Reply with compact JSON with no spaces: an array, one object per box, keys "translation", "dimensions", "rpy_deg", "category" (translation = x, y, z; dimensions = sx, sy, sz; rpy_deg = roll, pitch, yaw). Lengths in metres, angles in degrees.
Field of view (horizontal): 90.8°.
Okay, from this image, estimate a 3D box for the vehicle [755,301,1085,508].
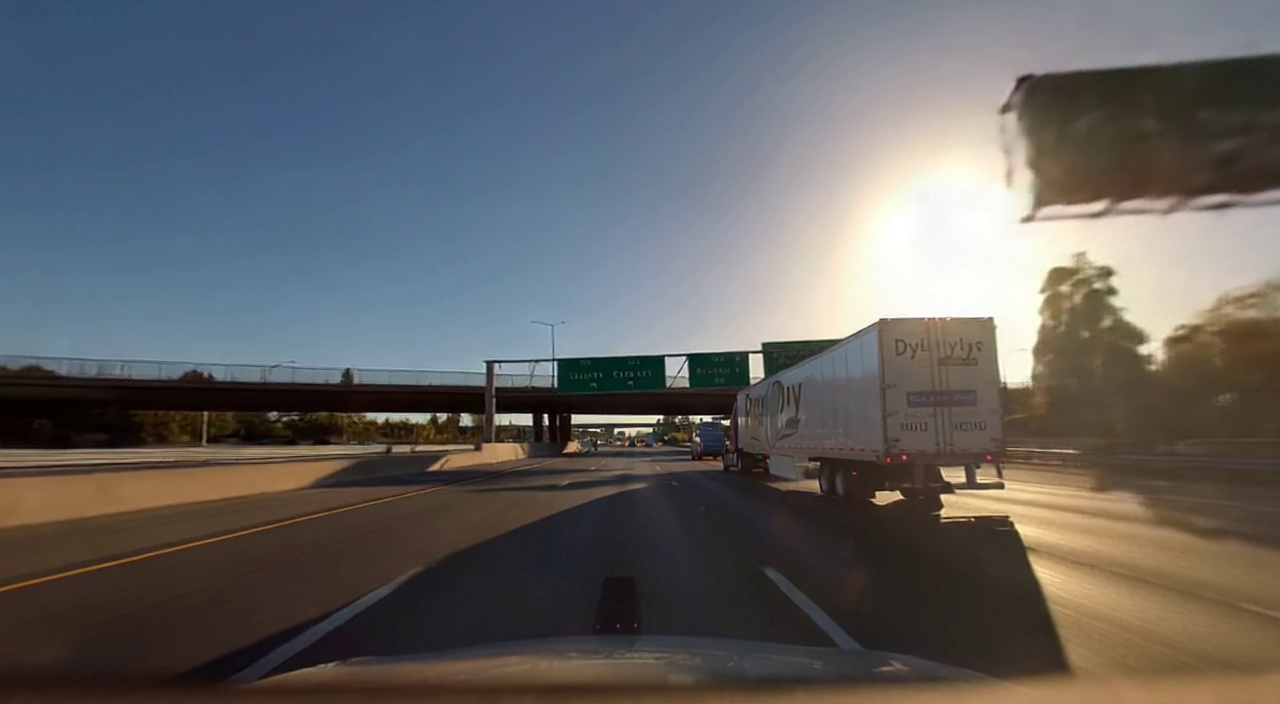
[{"translation":[6.749,2.128,20.095],"dimensions":[2.962,3.947,16.241],"rpy_deg":[0,-8,-1],"category":"vehicle"}]
